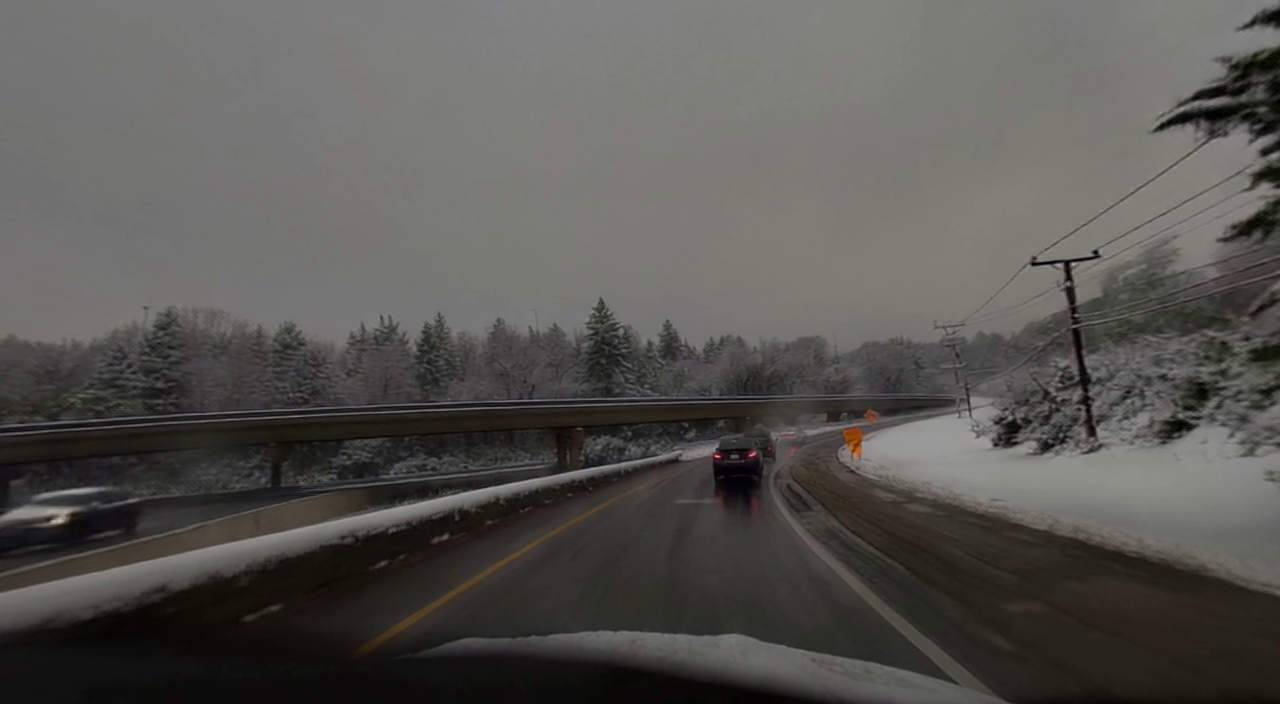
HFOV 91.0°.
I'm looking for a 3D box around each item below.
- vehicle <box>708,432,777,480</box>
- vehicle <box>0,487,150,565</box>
[{"bbox_3d":[3.617,3.577,21.855,2.091,1.482,4.321,-2,-9,11],"label":"vehicle"},{"bbox_3d":[-14.853,4.419,16.376,1.879,1.449,4.002,2,-9,-16],"label":"vehicle"}]
